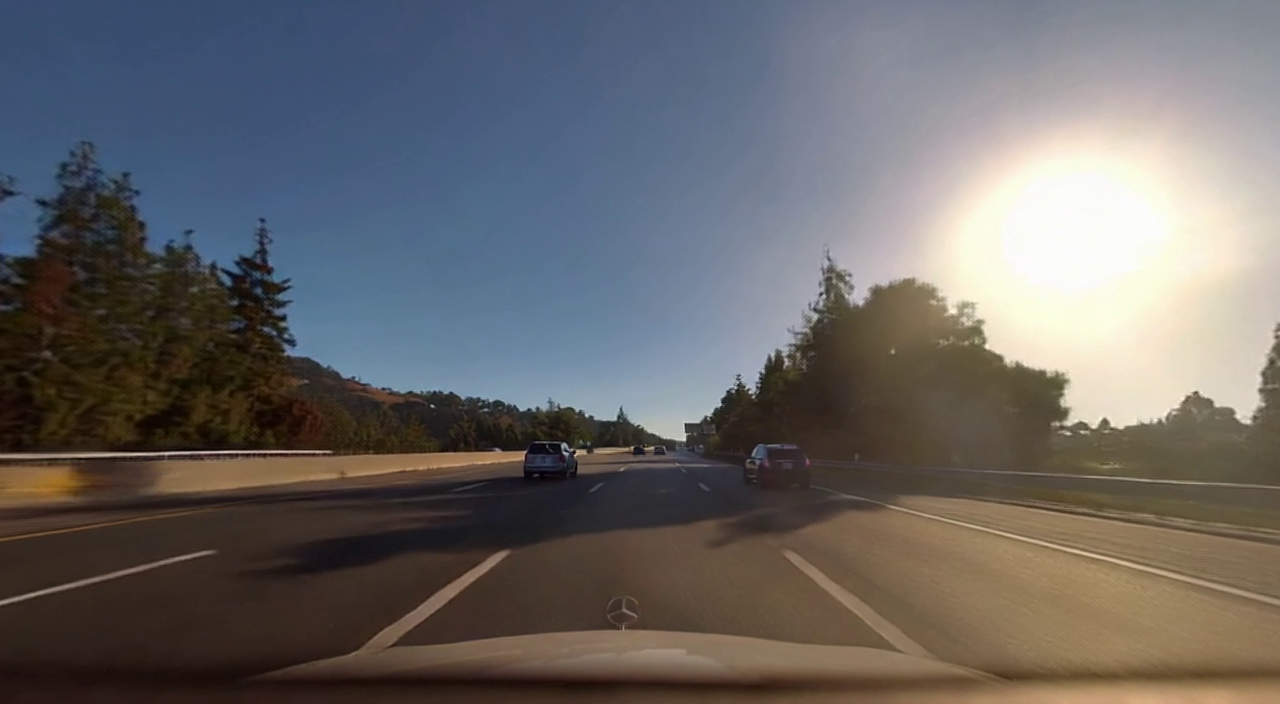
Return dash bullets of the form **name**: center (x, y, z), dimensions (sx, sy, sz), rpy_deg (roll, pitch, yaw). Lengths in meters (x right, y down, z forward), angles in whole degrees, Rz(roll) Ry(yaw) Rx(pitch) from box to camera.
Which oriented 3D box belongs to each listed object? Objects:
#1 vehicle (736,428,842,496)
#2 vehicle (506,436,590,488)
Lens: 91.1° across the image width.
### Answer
- **vehicle**: center (4.332, 3.292, 19.129), dimensions (2.149, 1.796, 4.487), rpy_deg (0, -9, 0)
- **vehicle**: center (-3.085, 3.808, 22.006), dimensions (2.166, 1.608, 4.297), rpy_deg (0, -9, 2)
